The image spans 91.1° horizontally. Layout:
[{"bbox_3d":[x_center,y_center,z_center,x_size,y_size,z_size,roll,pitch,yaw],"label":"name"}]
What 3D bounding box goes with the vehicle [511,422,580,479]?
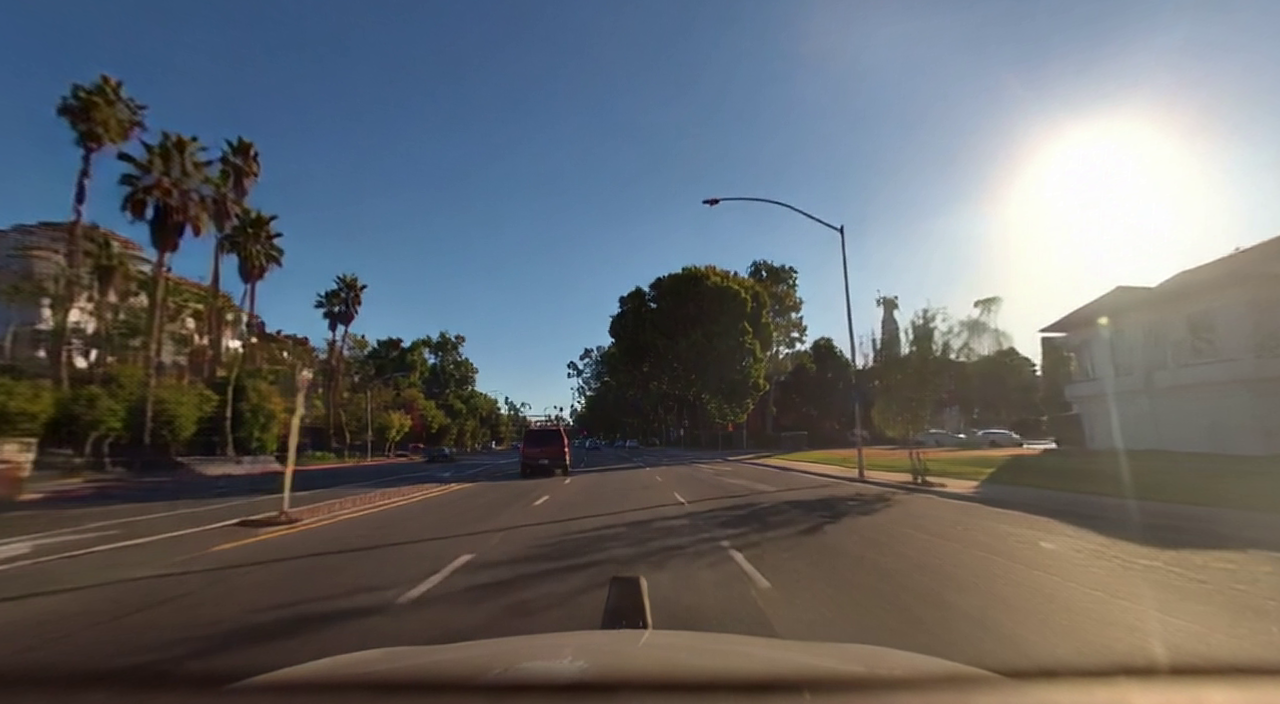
[{"bbox_3d":[-3.947,4.277,27.404,2.507,2.161,6.049,1,-9,-5],"label":"vehicle"}]
